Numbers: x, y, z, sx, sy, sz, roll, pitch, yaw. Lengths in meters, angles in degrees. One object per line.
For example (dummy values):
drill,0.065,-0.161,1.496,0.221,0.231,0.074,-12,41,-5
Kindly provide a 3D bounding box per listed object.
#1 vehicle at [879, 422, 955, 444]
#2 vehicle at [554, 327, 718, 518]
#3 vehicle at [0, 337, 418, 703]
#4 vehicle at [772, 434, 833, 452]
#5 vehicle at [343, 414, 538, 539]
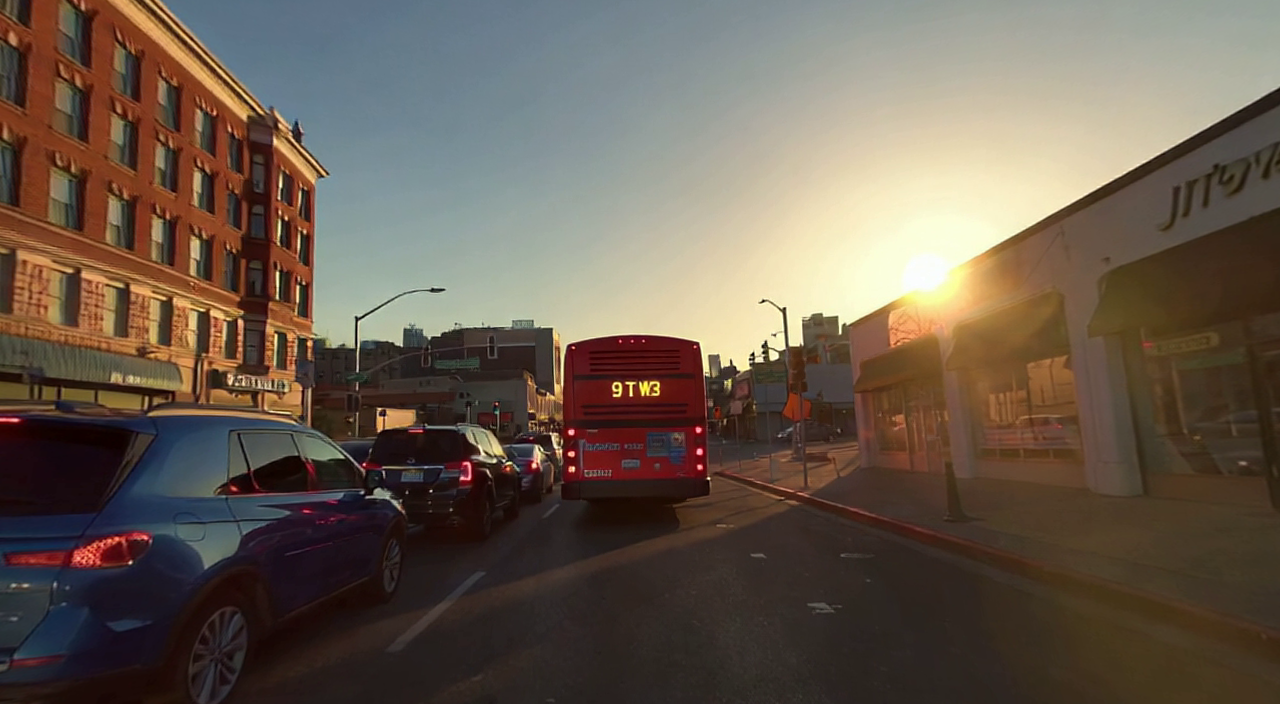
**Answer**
vehicle,20.685,6.078,47.278,4.827,1.555,1.863,1,-9,-6
vehicle,-0.310,1.987,16.505,2.938,3.468,9.972,0,-9,-3
vehicle,-3.214,1.092,3.982,2.020,1.725,4.384,0,-8,0
vehicle,11.952,6.734,46.652,3.949,1.337,1.738,0,-9,-3
vehicle,-3.343,2.198,11.772,2.096,1.828,4.669,0,-8,0
